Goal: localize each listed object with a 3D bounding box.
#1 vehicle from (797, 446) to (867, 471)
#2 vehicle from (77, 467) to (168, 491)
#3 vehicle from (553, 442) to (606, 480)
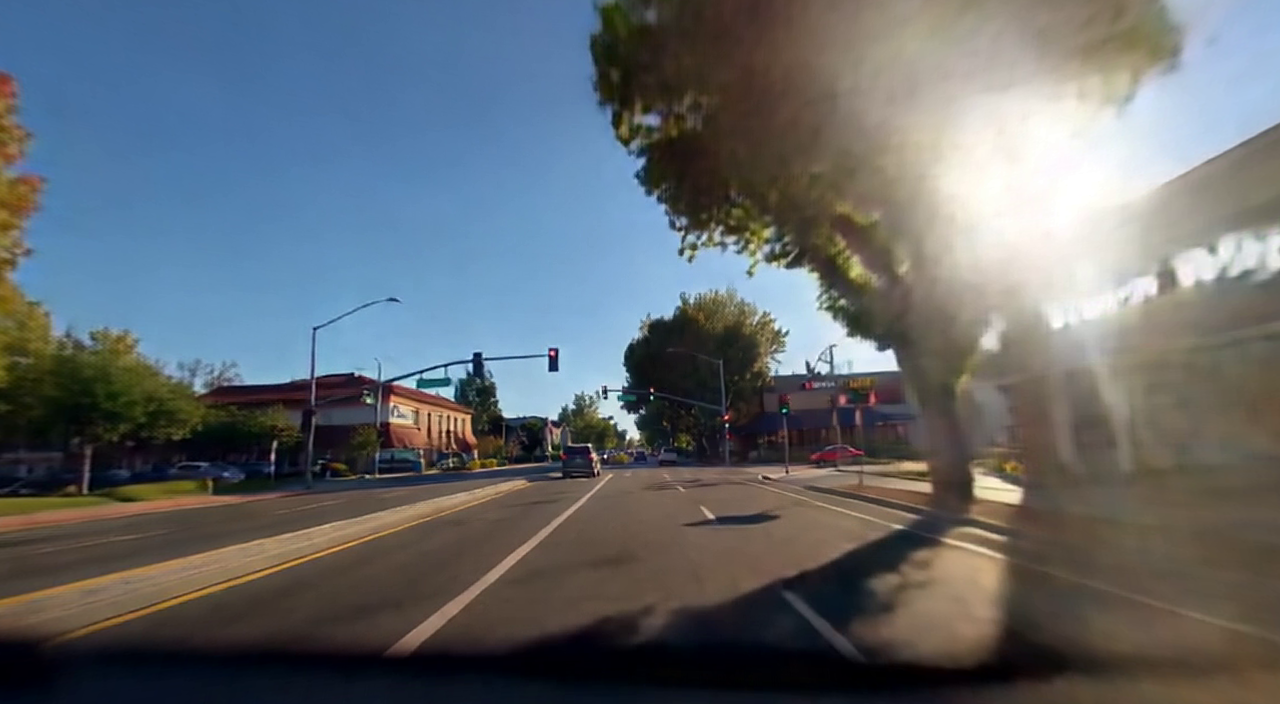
[{"bbox_3d":[14.512,8.060,47.810,4.634,1.449,1.936,-4,-7,-1],"label":"vehicle"},{"bbox_3d":[-35.777,8.755,43.604,4.657,1.455,1.994,0,-8,4],"label":"vehicle"},{"bbox_3d":[-3.044,5.564,32.549,2.250,1.791,4.300,0,-8,1],"label":"vehicle"}]
